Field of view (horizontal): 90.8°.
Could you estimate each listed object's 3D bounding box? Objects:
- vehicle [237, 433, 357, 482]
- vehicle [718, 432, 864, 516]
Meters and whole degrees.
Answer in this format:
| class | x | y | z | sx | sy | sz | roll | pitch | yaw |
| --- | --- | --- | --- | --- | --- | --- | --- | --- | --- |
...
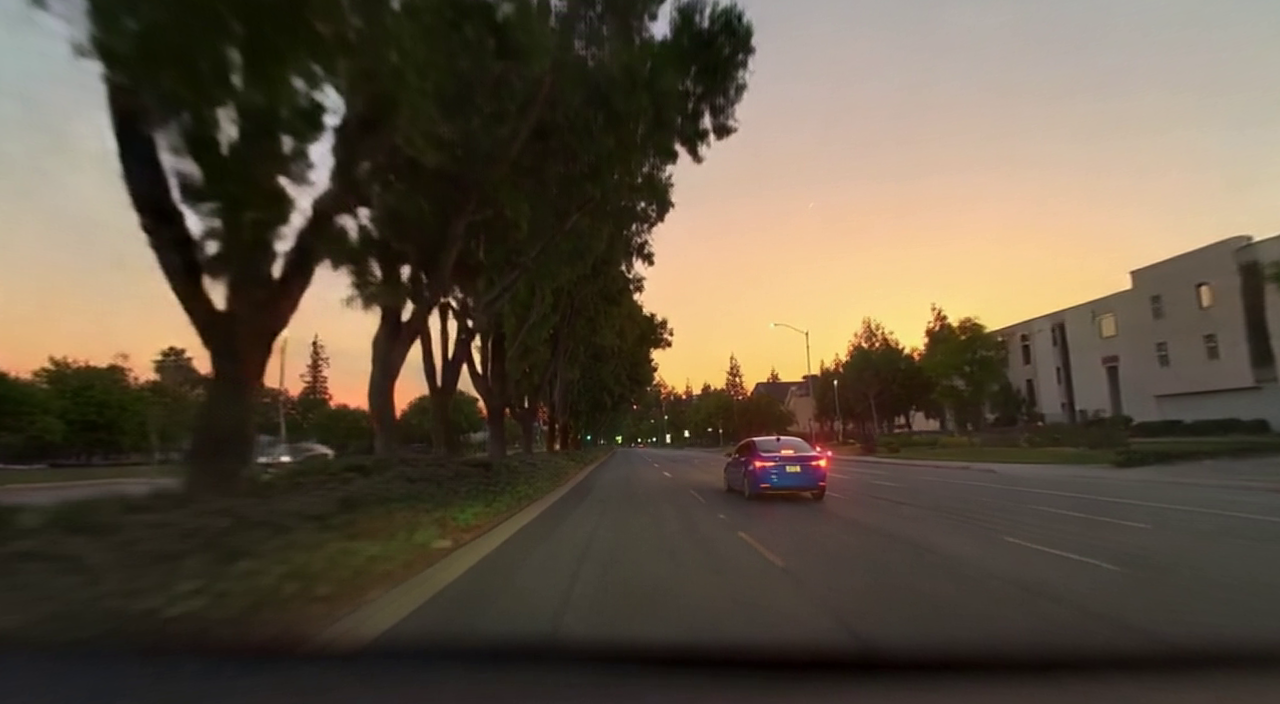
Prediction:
| class | x | y | z | sx | sy | sz | roll | pitch | yaw |
| --- | --- | --- | --- | --- | --- | --- | --- | --- | --- |
| vehicle | -15.098 | 4.660 | 28.324 | 2.234 | 1.957 | 5.941 | 0 | -8 | -2 |
| vehicle | 2.961 | 2.489 | 13.464 | 1.950 | 1.473 | 4.259 | 0 | -8 | -2 |
